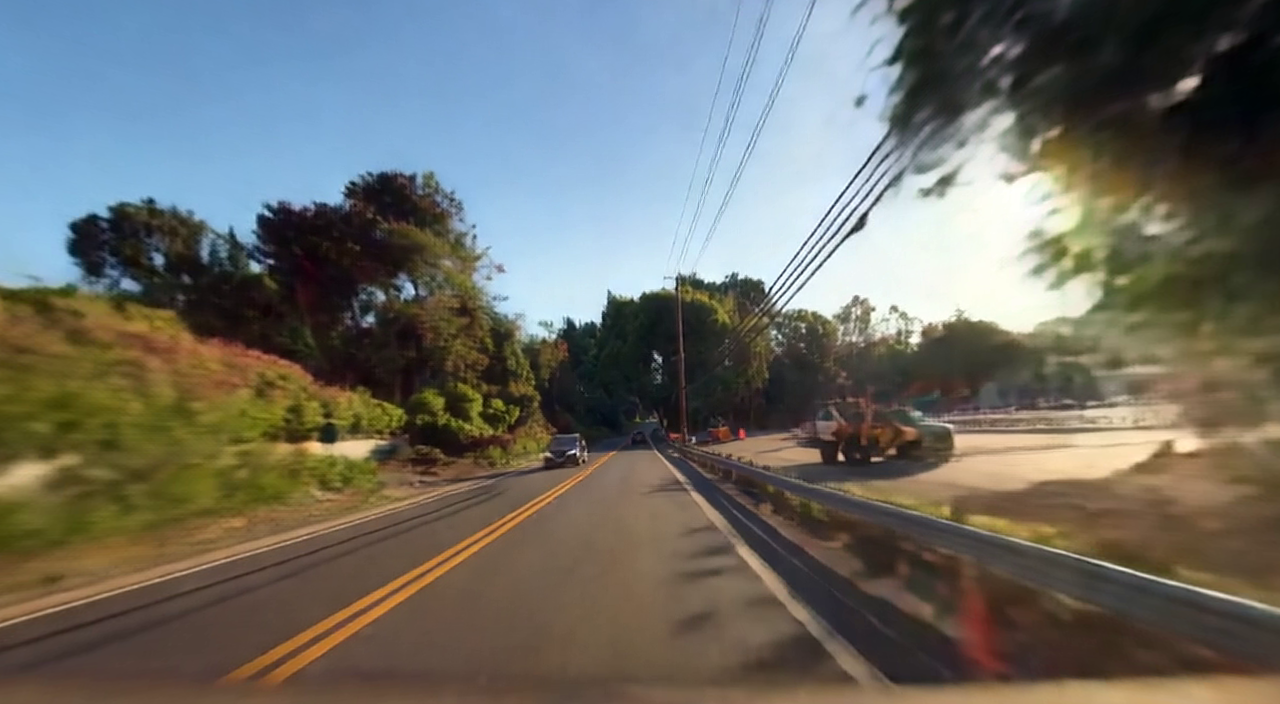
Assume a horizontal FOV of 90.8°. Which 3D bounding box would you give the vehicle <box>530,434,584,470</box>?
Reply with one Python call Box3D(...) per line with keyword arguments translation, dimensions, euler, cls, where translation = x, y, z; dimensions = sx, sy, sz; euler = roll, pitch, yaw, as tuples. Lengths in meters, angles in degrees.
Box3D(translation=(-3.933, 4.843, 30.651), dimensions=(2.020, 1.631, 4.054), euler=(0, -8, 1), cls="vehicle")
